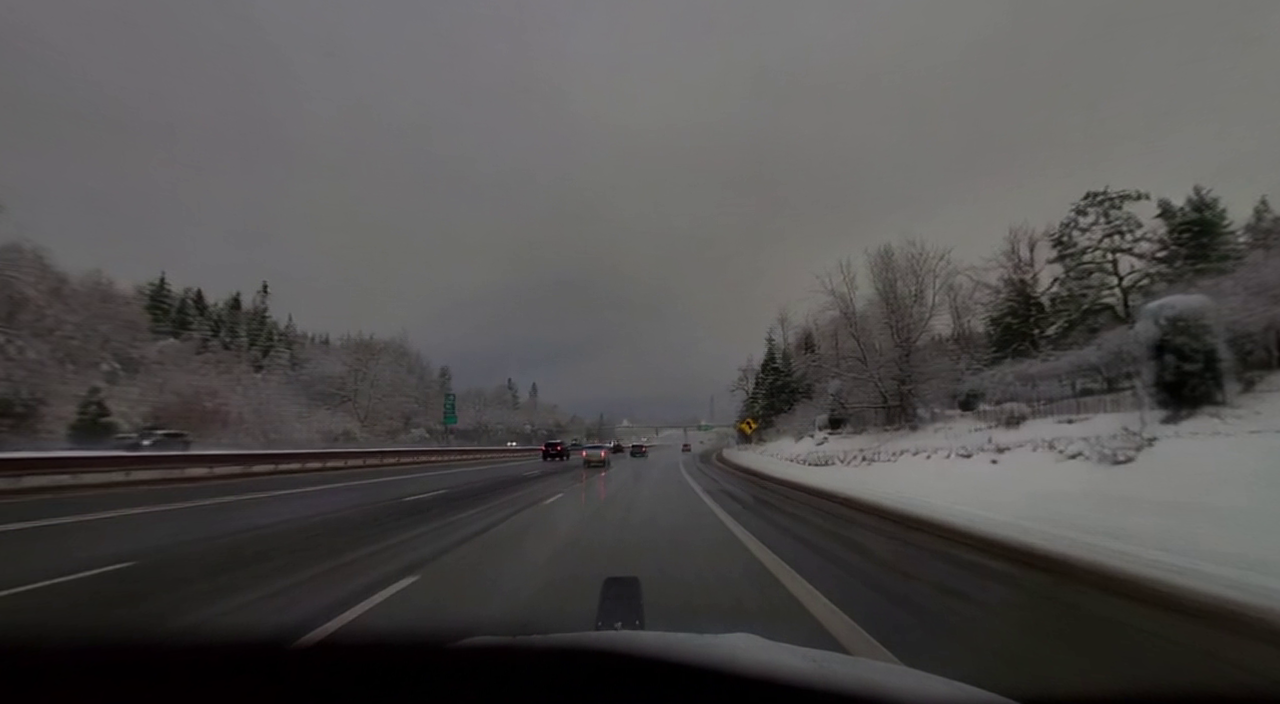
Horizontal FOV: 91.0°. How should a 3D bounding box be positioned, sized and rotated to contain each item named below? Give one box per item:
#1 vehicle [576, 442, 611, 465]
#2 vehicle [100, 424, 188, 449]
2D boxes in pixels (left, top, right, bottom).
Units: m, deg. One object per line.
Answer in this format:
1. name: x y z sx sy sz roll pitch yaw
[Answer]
1. vehicle: -3.492 7.745 48.275 2.035 1.673 4.469 0 -9 3
2. vehicle: -32.618 5.609 41.588 1.985 1.514 4.533 0 -9 3
